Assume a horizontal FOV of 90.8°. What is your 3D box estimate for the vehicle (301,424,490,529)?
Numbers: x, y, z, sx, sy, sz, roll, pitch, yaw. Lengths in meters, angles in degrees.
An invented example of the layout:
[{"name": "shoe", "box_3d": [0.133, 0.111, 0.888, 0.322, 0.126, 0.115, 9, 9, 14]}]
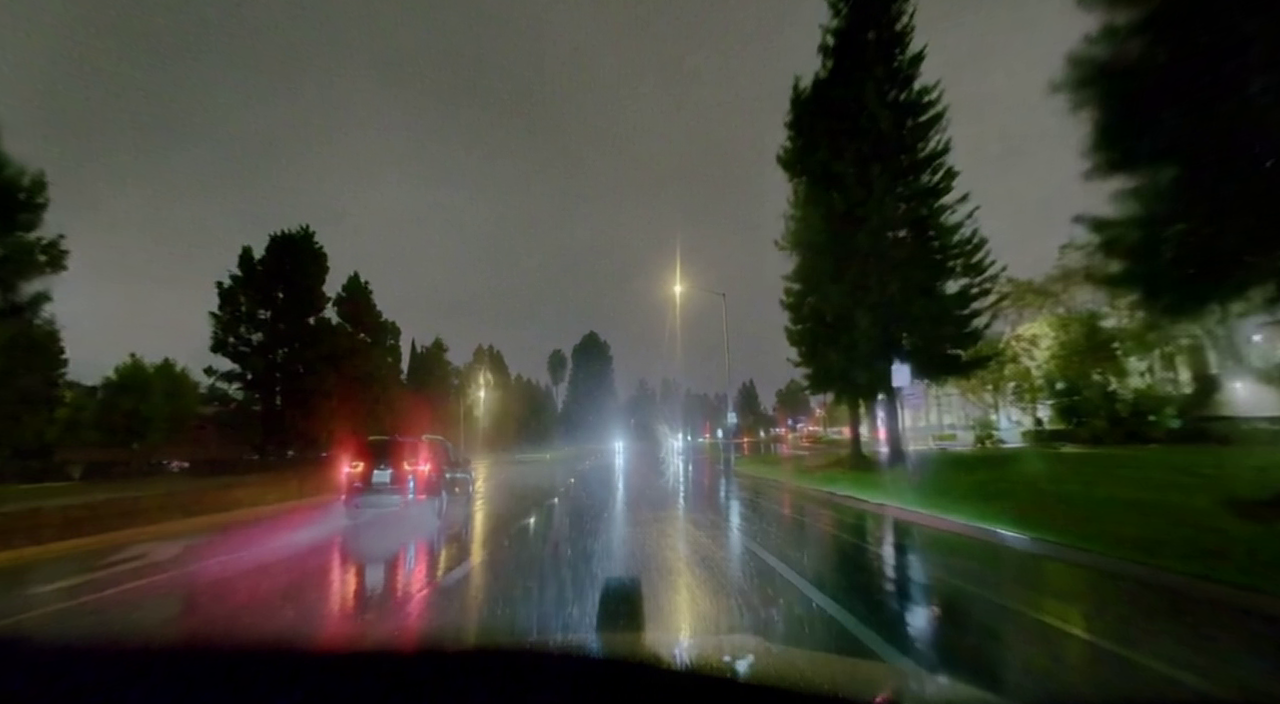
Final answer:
[{"name": "vehicle", "box_3d": [-4.596, 2.410, 12.775, 2.121, 1.724, 4.392, 0, -9, -1]}]
